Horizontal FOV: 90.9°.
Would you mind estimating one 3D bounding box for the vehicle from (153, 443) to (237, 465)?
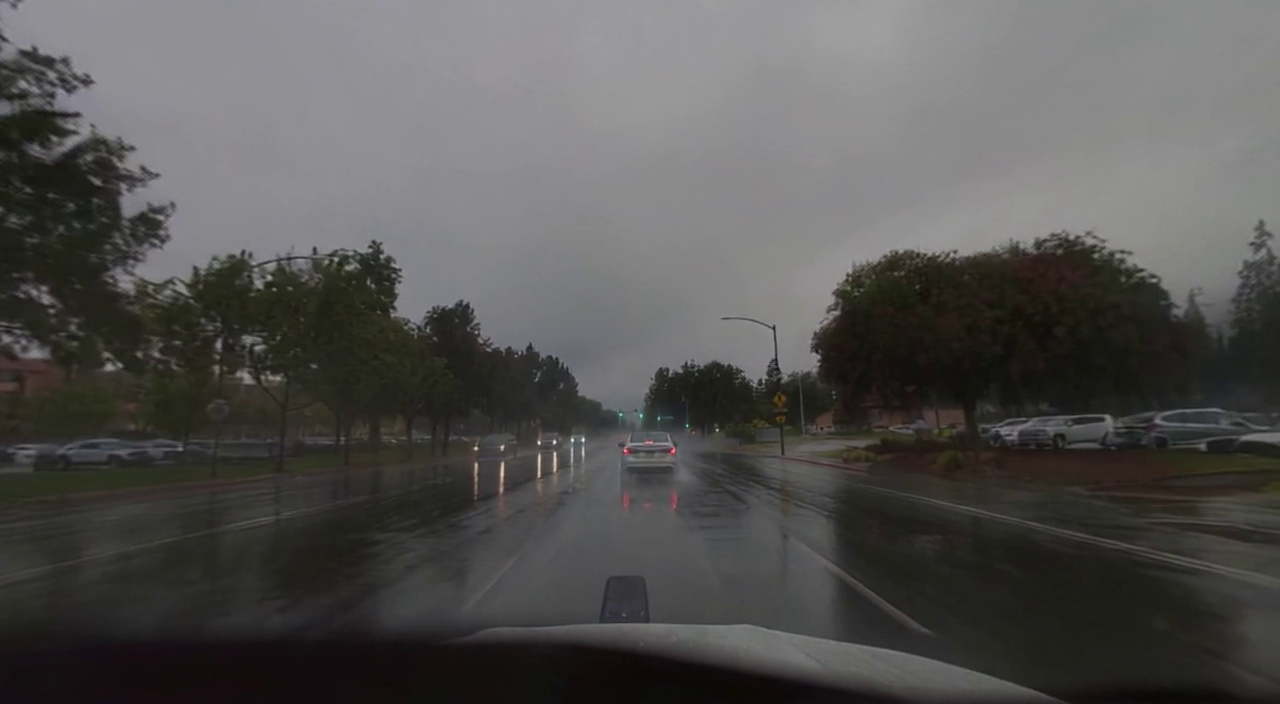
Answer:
[{"bbox_3d":[-30.440,6.991,43.202,4.356,1.444,1.819,0,-8,-1],"label":"vehicle"}]

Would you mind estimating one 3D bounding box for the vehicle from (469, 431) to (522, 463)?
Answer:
[{"bbox_3d":[-8.566,5.691,37.768,2.131,1.778,4.912,0,-8,-1],"label":"vehicle"}]

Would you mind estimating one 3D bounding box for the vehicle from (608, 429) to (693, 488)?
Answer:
[{"bbox_3d":[0.224,2.951,17.724,2.093,1.442,3.977,0,-8,-1],"label":"vehicle"}]

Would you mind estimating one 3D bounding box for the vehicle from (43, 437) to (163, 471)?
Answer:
[{"bbox_3d":[-30.141,5.725,35.518,4.764,1.786,2.091,0,-8,0],"label":"vehicle"}]
